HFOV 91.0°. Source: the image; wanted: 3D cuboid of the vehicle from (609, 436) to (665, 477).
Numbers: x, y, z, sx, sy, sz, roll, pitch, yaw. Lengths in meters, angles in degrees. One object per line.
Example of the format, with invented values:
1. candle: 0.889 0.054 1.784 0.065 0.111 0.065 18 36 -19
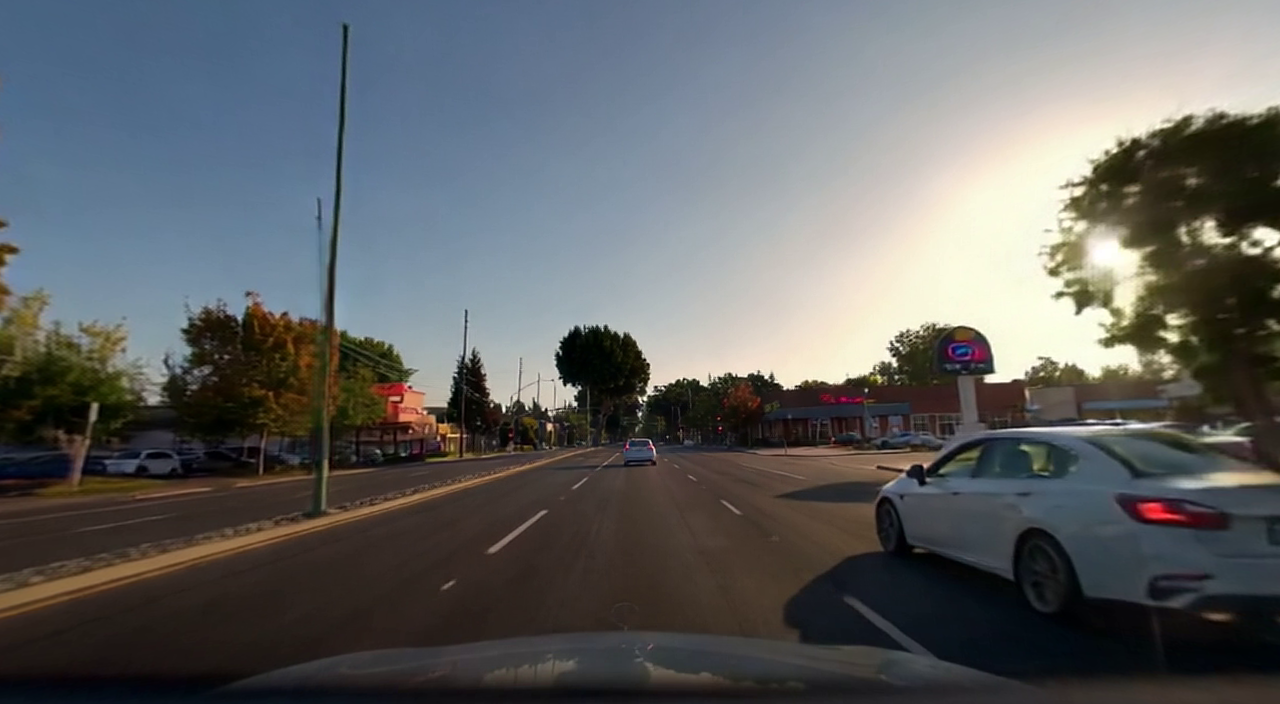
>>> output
1. vehicle: -0.131 3.996 24.236 1.998 1.452 3.773 0 -8 -1

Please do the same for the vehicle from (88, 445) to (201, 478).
1. vehicle: -27.235 6.023 34.728 4.519 1.712 1.932 0 -8 -1

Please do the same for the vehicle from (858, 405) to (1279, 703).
1. vehicle: 3.853 1.345 5.507 2.153 1.456 4.705 0 -8 -1
